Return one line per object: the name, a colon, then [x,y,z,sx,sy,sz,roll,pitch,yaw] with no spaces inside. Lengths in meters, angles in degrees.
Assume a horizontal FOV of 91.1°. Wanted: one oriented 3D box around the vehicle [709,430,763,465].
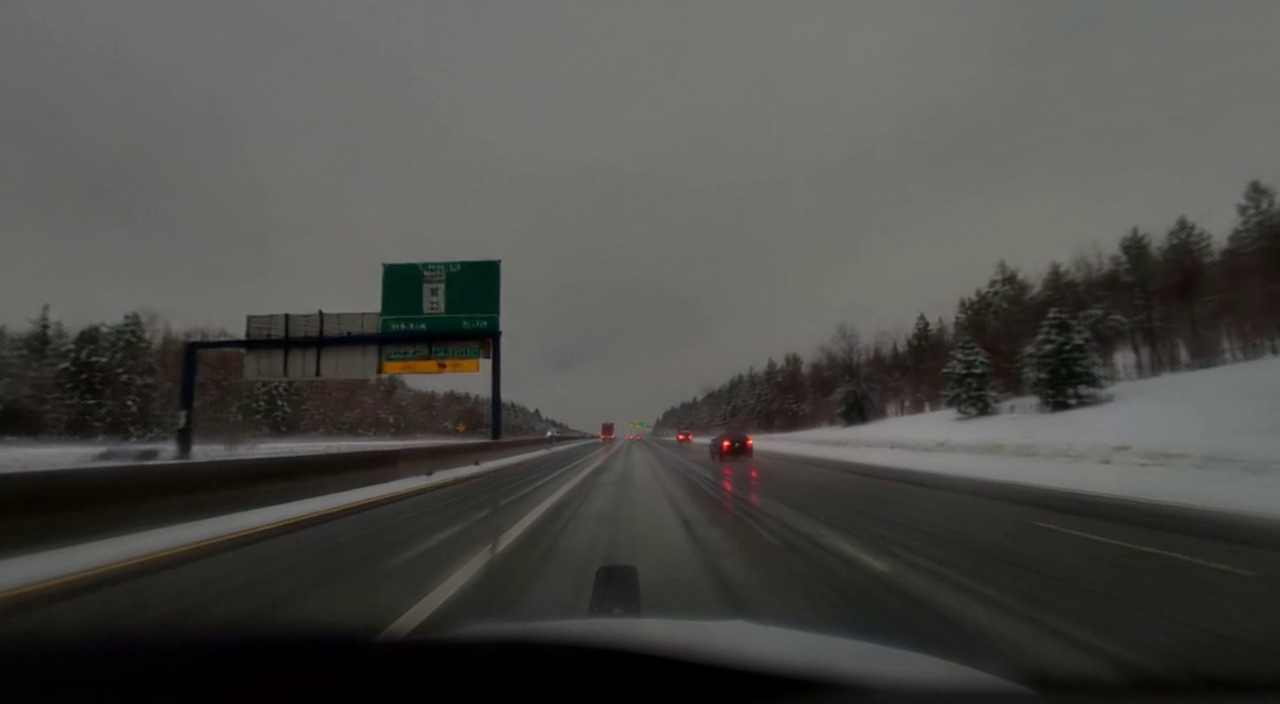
vehicle: [4.348,4.379,28.970,1.802,1.492,3.804,0,-8,-1]
